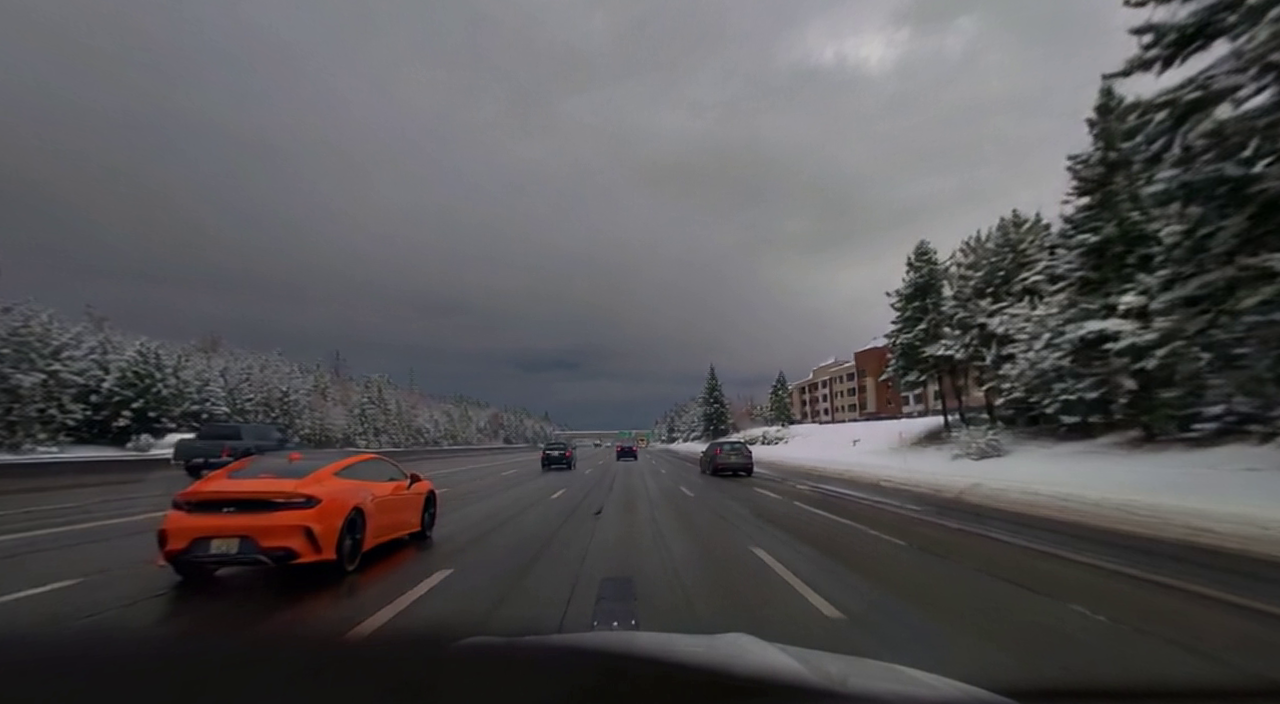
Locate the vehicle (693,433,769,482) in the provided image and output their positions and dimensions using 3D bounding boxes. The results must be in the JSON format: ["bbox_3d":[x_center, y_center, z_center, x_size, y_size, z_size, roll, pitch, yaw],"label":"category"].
[{"bbox_3d":[3.281,3.901,23.674,2.061,1.658,4.417,0,-8,-2],"label":"vehicle"}]

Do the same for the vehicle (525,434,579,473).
[{"bbox_3d":[-4.270,5.003,31.303,2.044,1.774,4.329,0,-8,0],"label":"vehicle"}]

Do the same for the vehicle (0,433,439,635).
[{"bbox_3d":[-3.970,1.635,6.801,2.124,1.426,4.444,0,-8,0],"label":"vehicle"}]

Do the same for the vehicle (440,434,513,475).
[{"bbox_3d":[-7.638,4.852,30.090,2.086,1.776,5.080,0,-8,0],"label":"vehicle"}]

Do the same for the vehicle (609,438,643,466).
[{"bbox_3d":[-0.865,6.340,40.205,2.053,1.650,3.945,0,-8,-1],"label":"vehicle"}]
